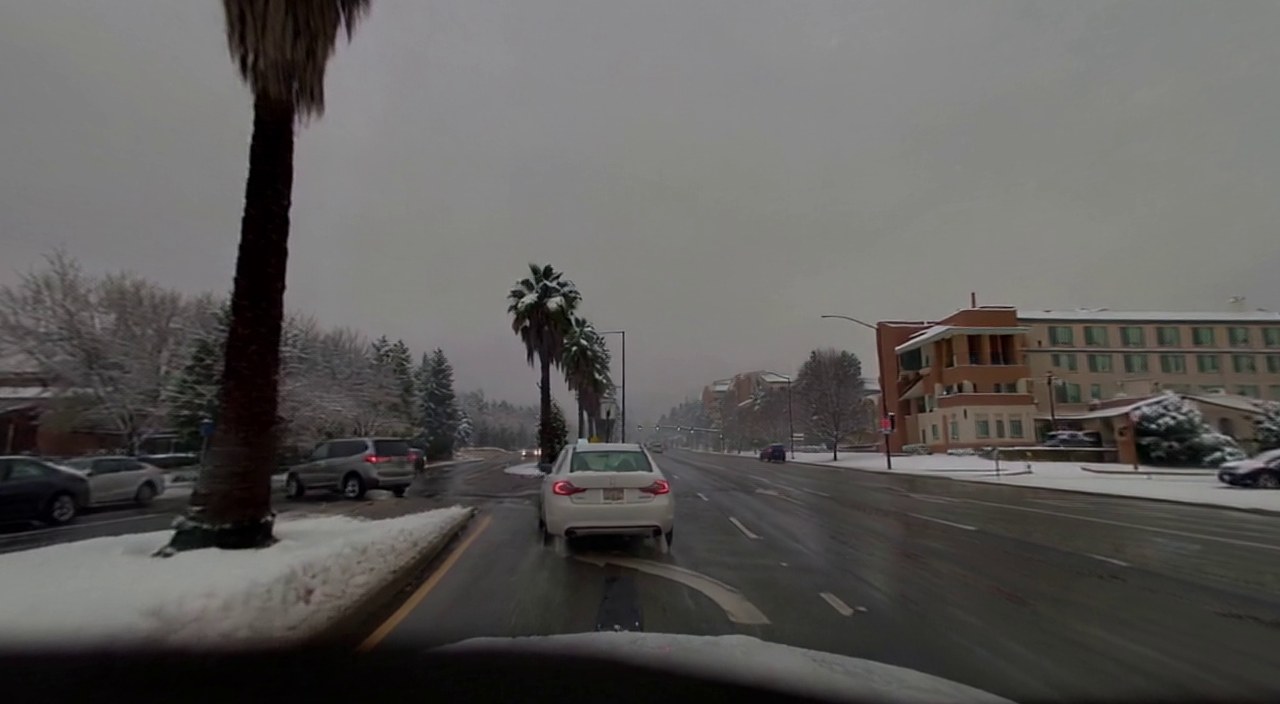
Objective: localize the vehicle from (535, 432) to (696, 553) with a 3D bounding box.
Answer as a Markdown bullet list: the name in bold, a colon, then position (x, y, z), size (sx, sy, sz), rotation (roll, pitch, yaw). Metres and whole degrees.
- **vehicle**: position (-0.639, 2.079, 10.152), size (1.986, 1.473, 4.382), rotation (1, -9, -10)

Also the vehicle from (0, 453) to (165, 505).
- **vehicle**: position (-17.865, 3.888, 19.641), size (4.585, 1.479, 2.088), rotation (-1, -9, 4)

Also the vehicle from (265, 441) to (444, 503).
- **vehicle**: position (-8.000, 3.297, 17.736), size (4.457, 1.552, 2.095), rotation (-4, -10, 25)
